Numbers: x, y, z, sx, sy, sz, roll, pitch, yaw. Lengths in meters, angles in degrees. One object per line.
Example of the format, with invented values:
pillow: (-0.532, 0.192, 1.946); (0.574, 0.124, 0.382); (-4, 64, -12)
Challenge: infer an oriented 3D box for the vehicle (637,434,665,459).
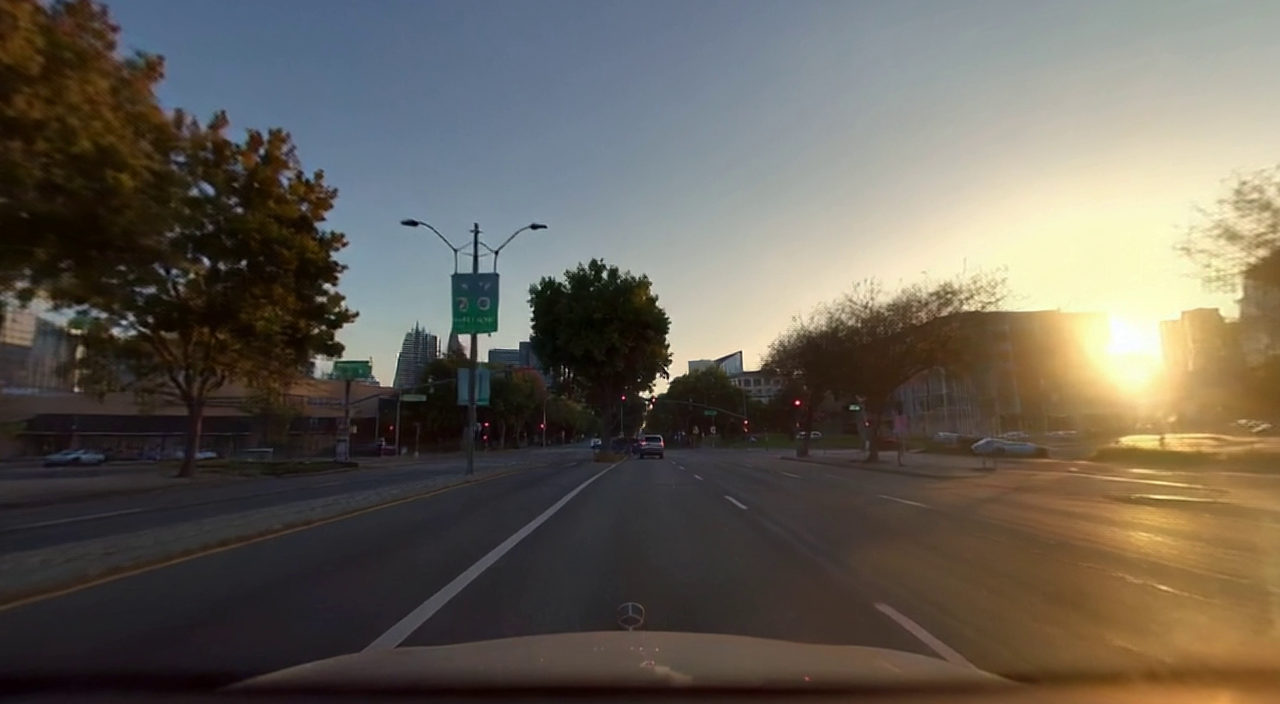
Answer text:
vehicle: (0.849, 7.050, 47.195); (1.994, 1.759, 4.186); (0, -8, 2)

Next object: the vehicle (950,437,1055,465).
vehicle: (19.884, 5.438, 34.683); (4.479, 1.488, 2.038); (0, -8, -1)
